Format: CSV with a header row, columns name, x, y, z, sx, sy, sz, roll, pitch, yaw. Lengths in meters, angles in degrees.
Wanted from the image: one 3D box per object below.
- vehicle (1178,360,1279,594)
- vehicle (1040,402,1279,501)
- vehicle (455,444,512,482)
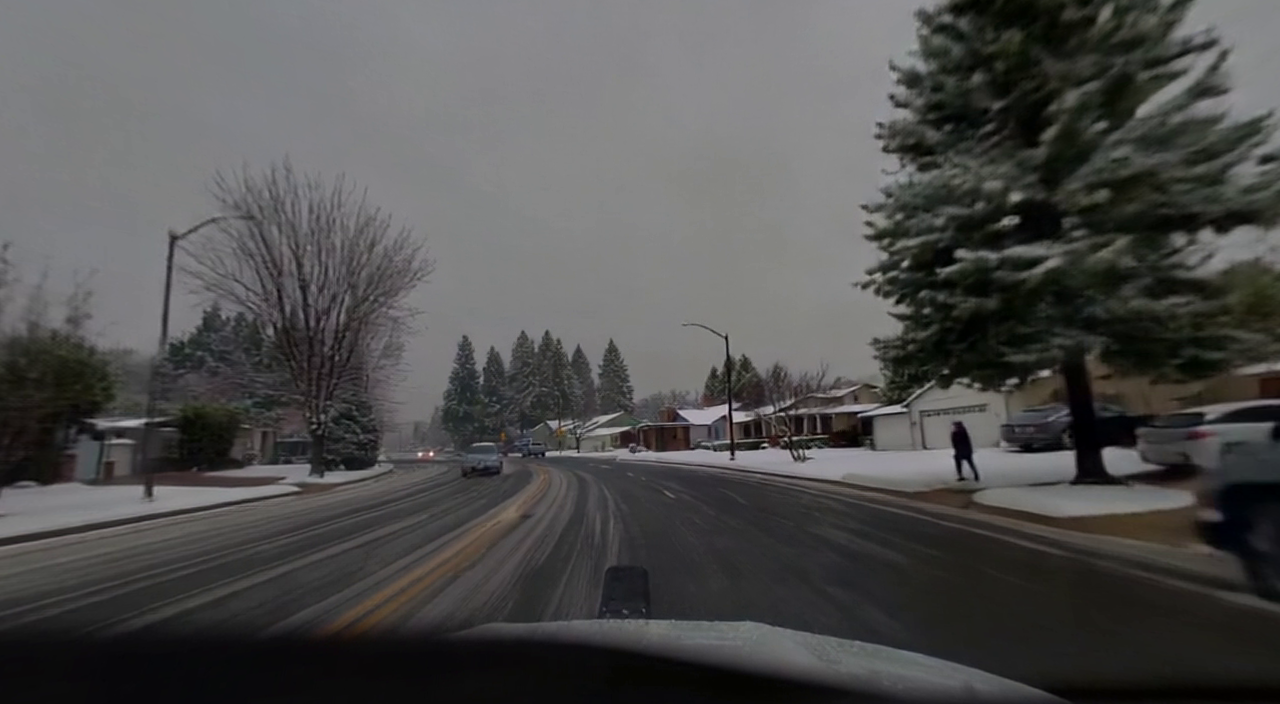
name,x,y,z,sx,sy,sz,roll,pitch,yaw
vehicle,6.570,0.738,3.155,2.348,1.986,6.289,0,-8,2
vehicle,11.609,2.129,13.681,5.189,1.825,2.149,3,-9,-21
vehicle,-6.686,4.736,27.348,2.043,1.470,4.338,1,-8,-10
